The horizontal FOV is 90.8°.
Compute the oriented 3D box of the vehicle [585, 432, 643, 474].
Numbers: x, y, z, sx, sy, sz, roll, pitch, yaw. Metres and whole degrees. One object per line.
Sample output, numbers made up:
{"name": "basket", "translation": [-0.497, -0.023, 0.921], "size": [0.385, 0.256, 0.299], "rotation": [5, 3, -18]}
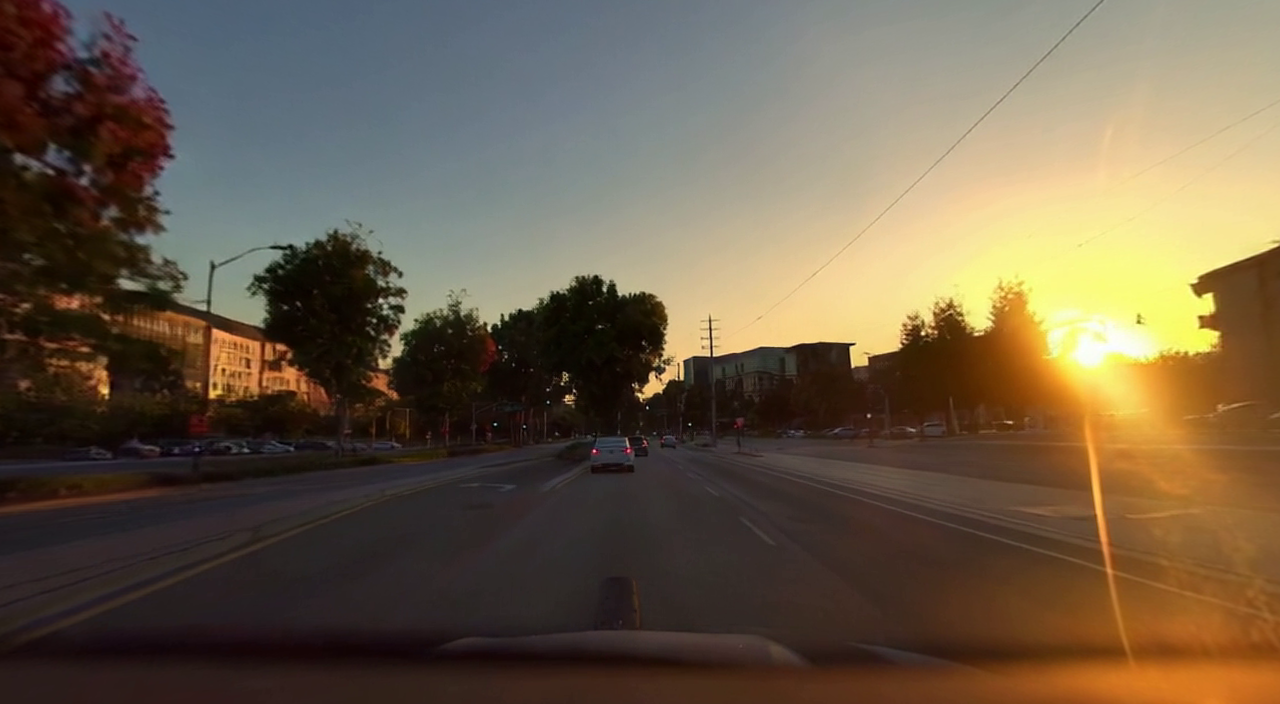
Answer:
{"name": "vehicle", "translation": [-0.943, 3.863, 24.420], "size": [2.075, 1.470, 3.962], "rotation": [0, -8, 0]}
